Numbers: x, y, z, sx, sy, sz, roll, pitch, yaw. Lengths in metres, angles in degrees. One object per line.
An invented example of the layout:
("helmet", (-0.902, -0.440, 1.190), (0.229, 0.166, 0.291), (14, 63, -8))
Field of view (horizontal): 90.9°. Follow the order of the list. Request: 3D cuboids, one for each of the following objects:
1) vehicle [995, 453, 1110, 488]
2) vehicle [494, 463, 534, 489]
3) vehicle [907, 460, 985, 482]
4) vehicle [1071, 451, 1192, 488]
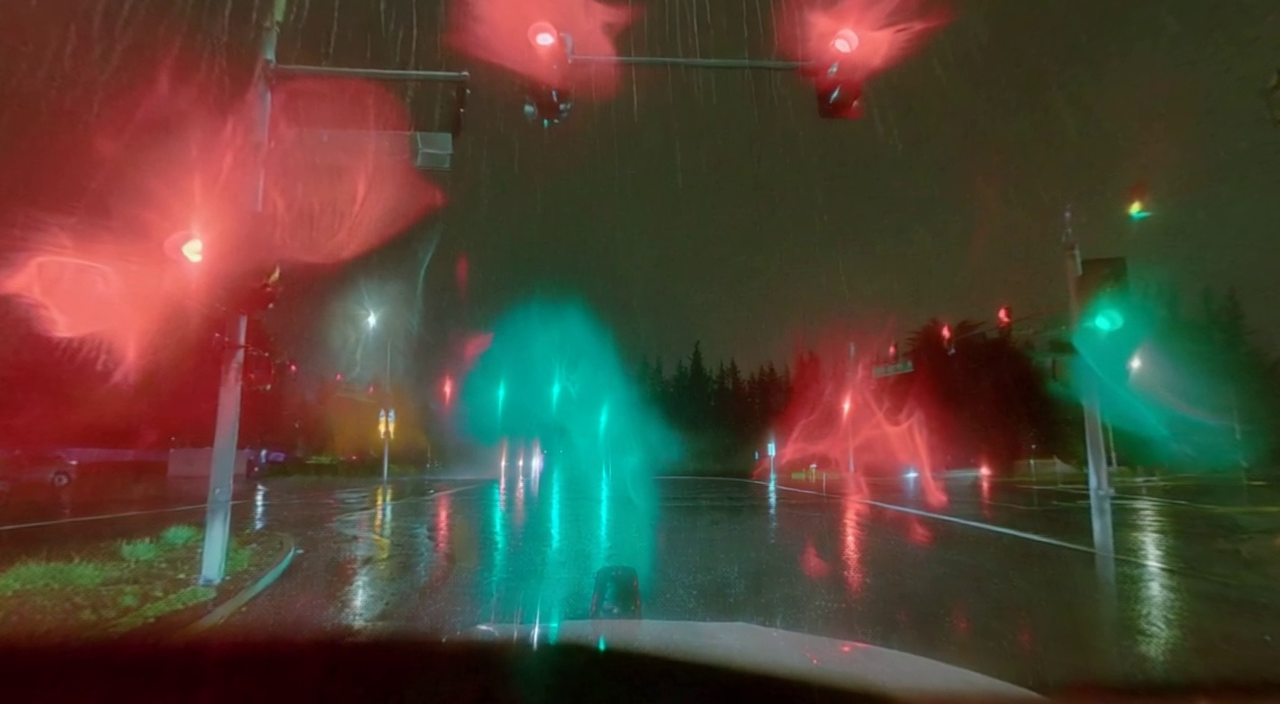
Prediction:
("vehicle", (21.185, 6.104, 32.486), (4.455, 1.647, 2.124), (1, -11, -6))
("vehicle", (-9.036, 8.890, 45.488), (2.045, 1.608, 3.709), (0, -8, 1))
("vehicle", (21.539, 8.420, 44.466), (4.555, 1.474, 1.914), (-8, -14, 37))
("vehicle", (22.695, 5.460, 29.181), (3.998, 1.590, 1.936), (1, -11, -6))
